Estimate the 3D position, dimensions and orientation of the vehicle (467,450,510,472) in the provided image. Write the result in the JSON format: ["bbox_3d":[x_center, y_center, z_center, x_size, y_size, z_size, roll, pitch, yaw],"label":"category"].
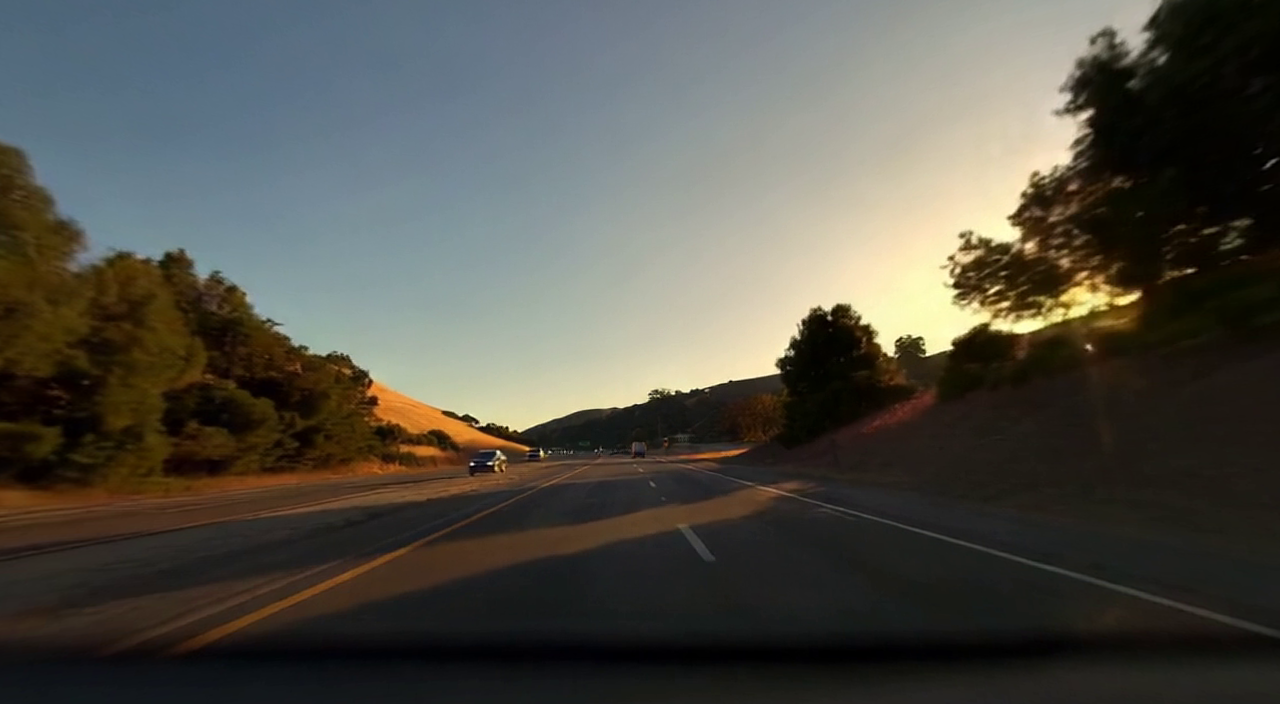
[{"bbox_3d":[-10.551,7.581,44.052,1.926,1.438,4.501,0,-9,-1],"label":"vehicle"}]
